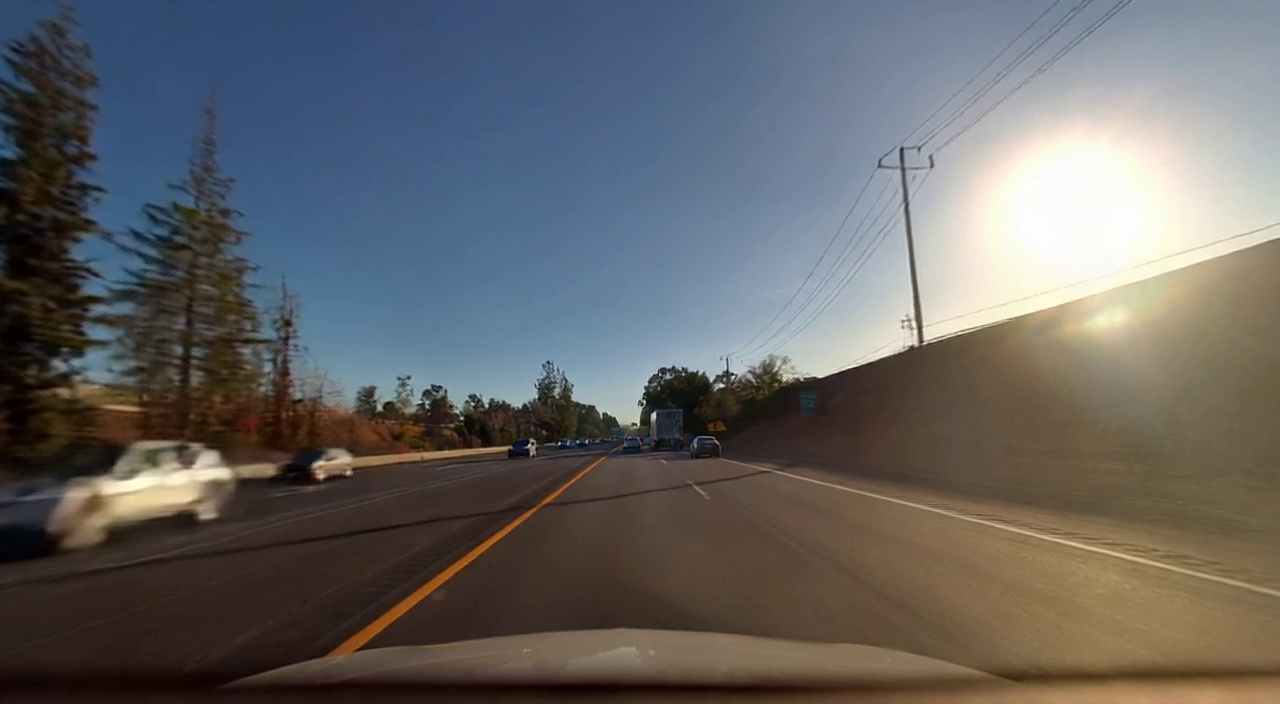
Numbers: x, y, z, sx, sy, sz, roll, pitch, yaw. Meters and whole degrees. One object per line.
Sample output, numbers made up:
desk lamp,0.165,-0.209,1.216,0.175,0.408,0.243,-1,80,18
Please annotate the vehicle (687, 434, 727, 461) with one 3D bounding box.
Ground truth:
vehicle,4.038,5.819,38.610,1.930,1.573,3.853,0,-8,-2

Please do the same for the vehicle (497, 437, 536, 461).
vehicle,-9.369,7.389,48.248,2.056,1.650,4.770,0,-8,0

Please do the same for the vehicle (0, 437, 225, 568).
vehicle,-9.230,2.227,10.255,2.031,1.646,4.303,0,-8,-1

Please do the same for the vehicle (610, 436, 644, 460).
vehicle,-0.870,6.339,41.898,2.163,1.466,3.693,0,-8,-1

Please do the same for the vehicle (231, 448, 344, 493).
vehicle,-13.373,4.468,24.243,1.866,1.463,4.346,0,-8,-1
